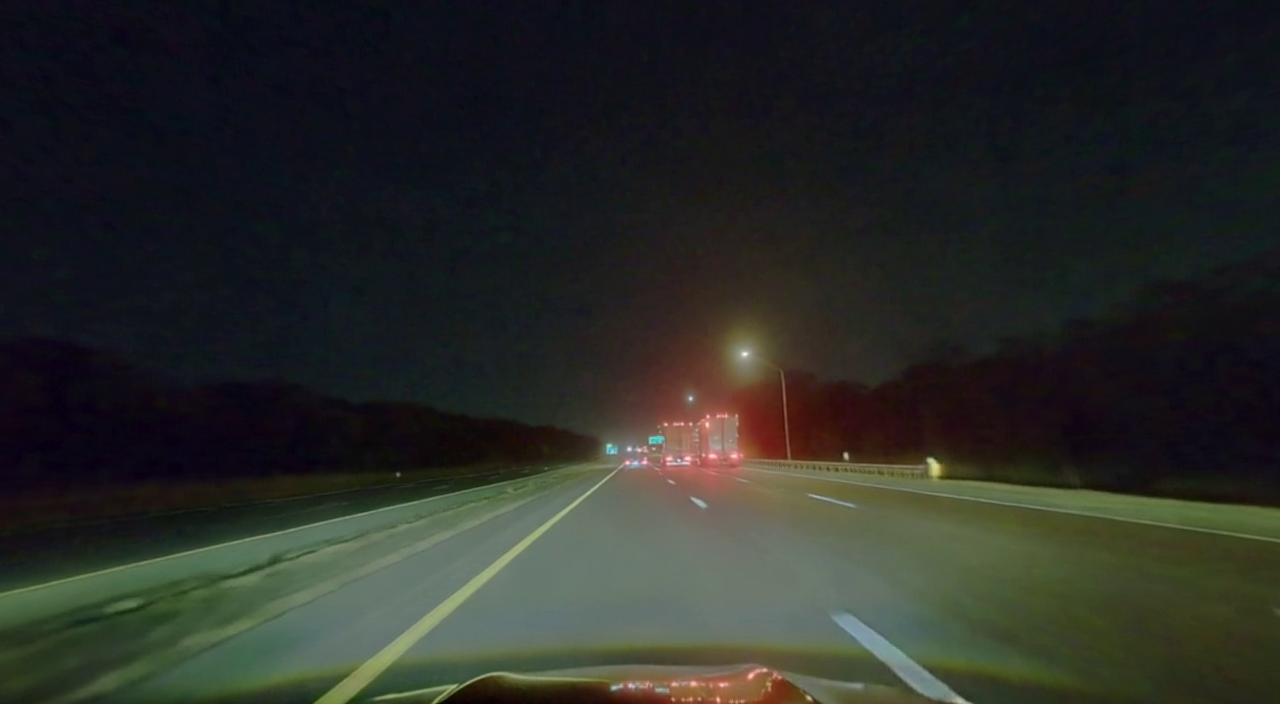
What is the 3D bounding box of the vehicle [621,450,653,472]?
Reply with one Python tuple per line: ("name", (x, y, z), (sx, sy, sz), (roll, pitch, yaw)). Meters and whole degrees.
("vehicle", (-0.245, 7.583, 43.712), (2.083, 1.473, 3.923), (0, -9, -1))
